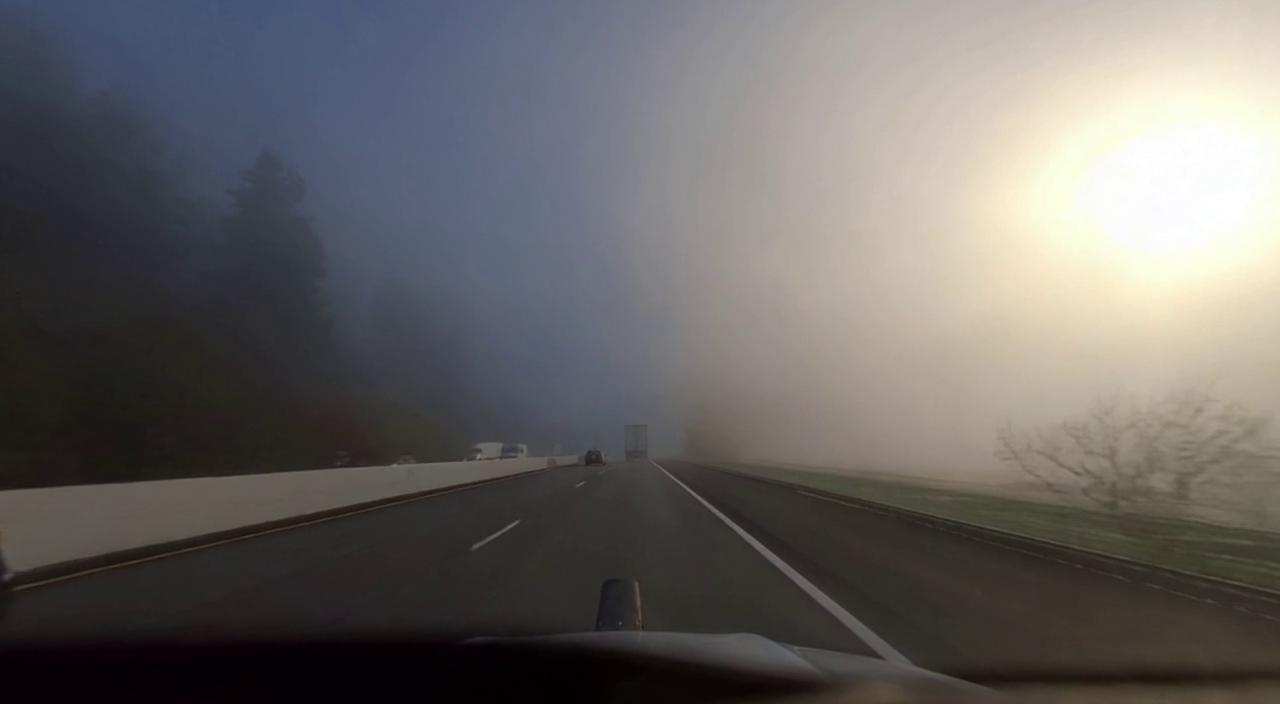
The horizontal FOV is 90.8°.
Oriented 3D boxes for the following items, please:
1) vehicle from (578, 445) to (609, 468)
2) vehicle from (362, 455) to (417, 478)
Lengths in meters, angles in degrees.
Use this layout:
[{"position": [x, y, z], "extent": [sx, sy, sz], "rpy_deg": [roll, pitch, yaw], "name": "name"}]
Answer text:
[{"position": [-3.592, 8.183, 49.577], "extent": [2.081, 1.682, 4.425], "rpy_deg": [0, -9, 0], "name": "vehicle"}, {"position": [-17.033, 7.795, 43.149], "extent": [1.883, 1.473, 4.534], "rpy_deg": [0, -9, 0], "name": "vehicle"}]
